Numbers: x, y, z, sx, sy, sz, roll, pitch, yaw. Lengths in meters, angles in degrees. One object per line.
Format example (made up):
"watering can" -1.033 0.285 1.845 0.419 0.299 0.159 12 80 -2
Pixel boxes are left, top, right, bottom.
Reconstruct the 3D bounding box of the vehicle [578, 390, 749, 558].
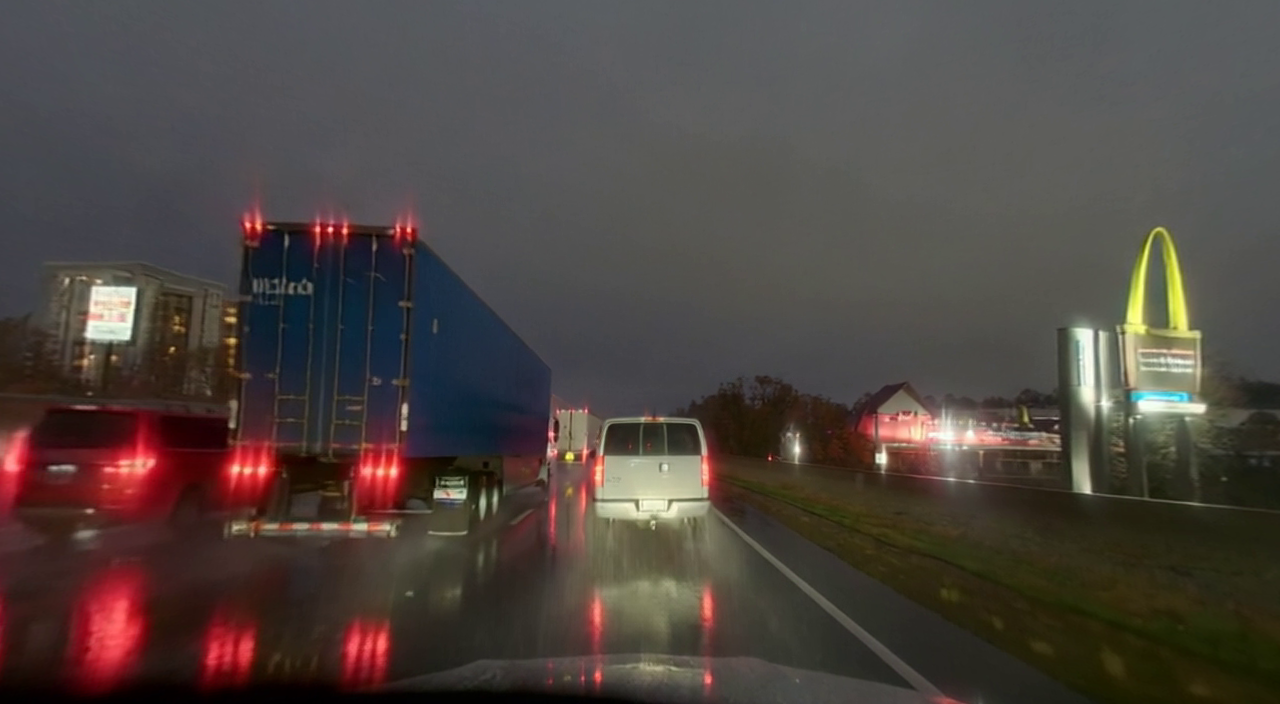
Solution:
"vehicle" 0.171 1.694 9.301 1.947 1.910 4.040 0 -9 -3

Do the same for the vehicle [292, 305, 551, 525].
"vehicle" -4.045 1.608 14.348 2.814 3.513 8.529 0 -9 0

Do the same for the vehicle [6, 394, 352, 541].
"vehicle" -7.754 2.038 11.696 2.218 2.047 5.586 0 -9 -1
